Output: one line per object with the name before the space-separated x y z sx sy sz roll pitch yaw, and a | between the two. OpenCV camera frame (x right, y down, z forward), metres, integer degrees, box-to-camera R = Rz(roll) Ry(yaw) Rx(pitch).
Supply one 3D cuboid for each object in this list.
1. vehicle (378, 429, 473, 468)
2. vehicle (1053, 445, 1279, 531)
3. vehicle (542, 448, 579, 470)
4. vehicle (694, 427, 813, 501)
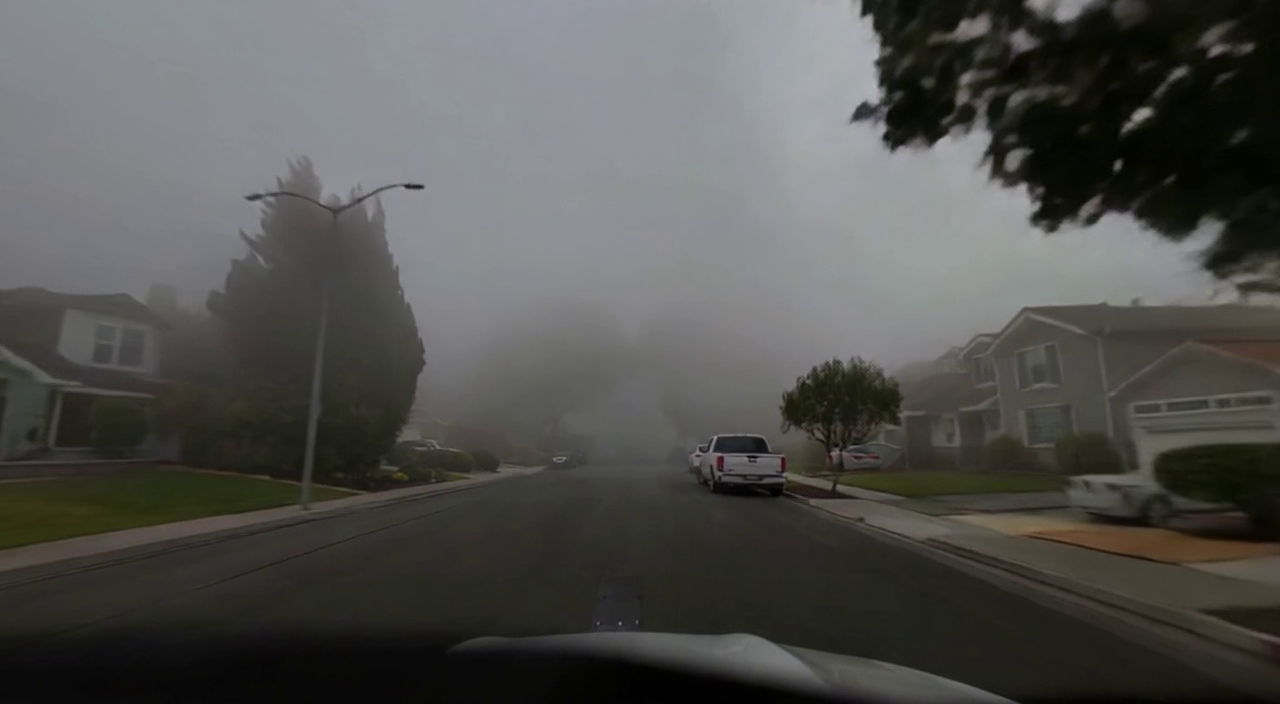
vehicle | -13.116 5.901 38.628 4.837 1.897 2.228 4 -8 5
vehicle | 10.510 2.343 11.130 5.034 1.361 1.928 0 -9 0
vehicle | -5.840 7.947 46.816 2.027 1.544 4.959 0 -9 0
vehicle | 3.764 3.968 22.812 2.952 2.216 7.033 0 -9 -1
